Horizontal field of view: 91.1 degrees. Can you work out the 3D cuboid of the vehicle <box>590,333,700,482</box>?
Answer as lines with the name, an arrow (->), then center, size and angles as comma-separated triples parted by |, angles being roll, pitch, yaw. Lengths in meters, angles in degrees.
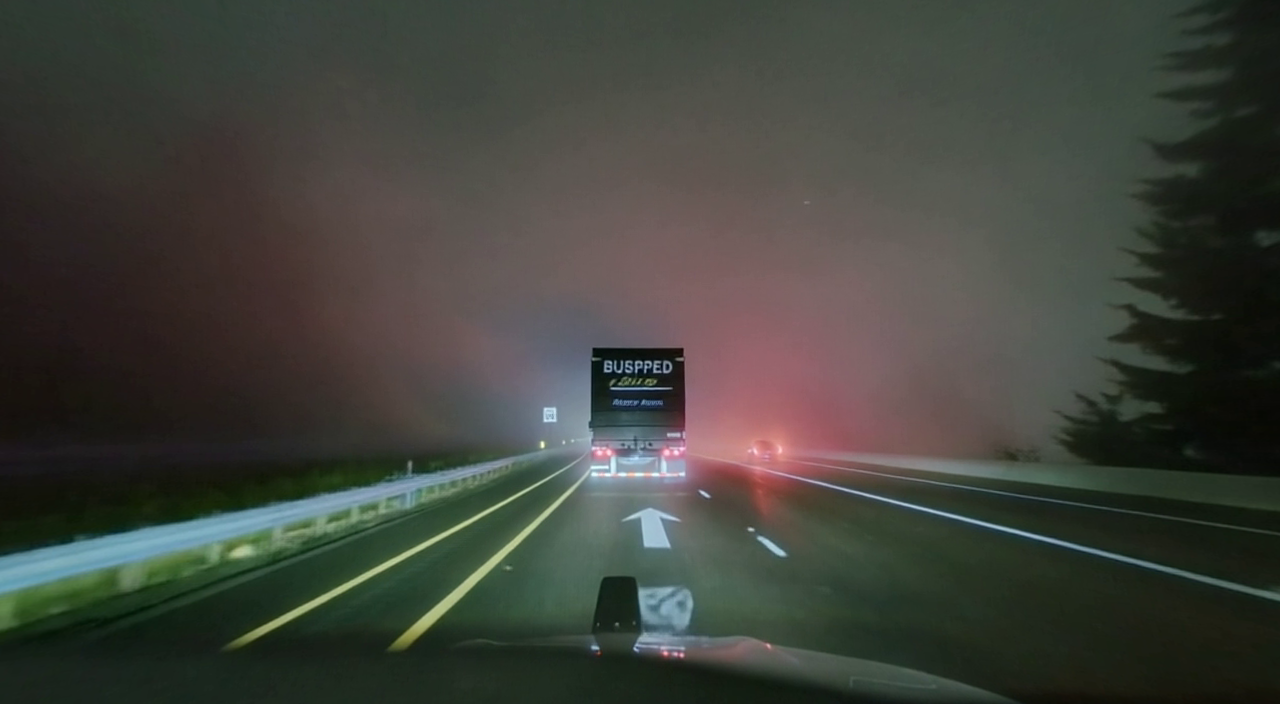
vehicle -> 0.023, 2.023, 20.839 | 2.870, 3.911, 8.697 | 0, -8, -1
